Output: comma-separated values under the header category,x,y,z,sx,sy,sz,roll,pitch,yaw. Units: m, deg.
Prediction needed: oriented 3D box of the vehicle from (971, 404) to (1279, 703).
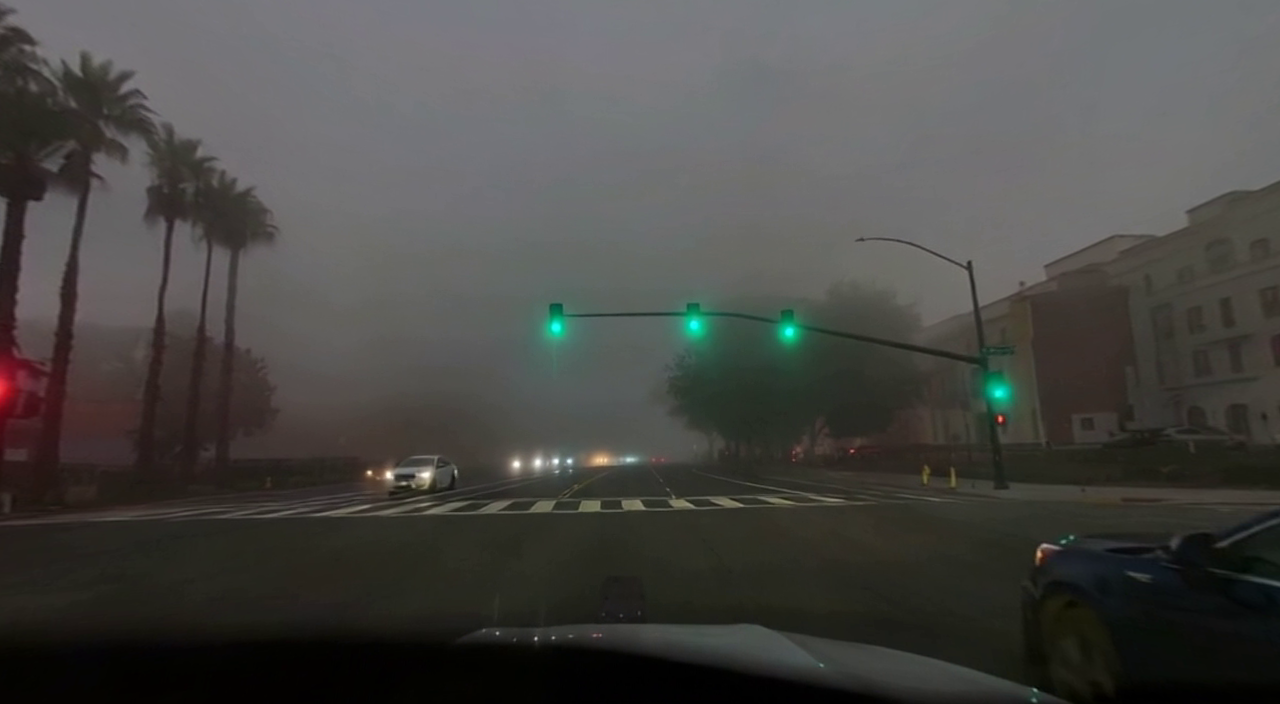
category,x,y,z,sx,sy,sz,roll,pitch,yaw
vehicle,3.087,0.859,1.694,1.997,1.473,4.282,0,-9,-1

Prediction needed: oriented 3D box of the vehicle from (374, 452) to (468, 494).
category,x,y,z,sx,sy,sz,roll,pitch,yaw
vehicle,-8.622,4.781,25.318,2.095,1.482,4.523,0,-9,1
